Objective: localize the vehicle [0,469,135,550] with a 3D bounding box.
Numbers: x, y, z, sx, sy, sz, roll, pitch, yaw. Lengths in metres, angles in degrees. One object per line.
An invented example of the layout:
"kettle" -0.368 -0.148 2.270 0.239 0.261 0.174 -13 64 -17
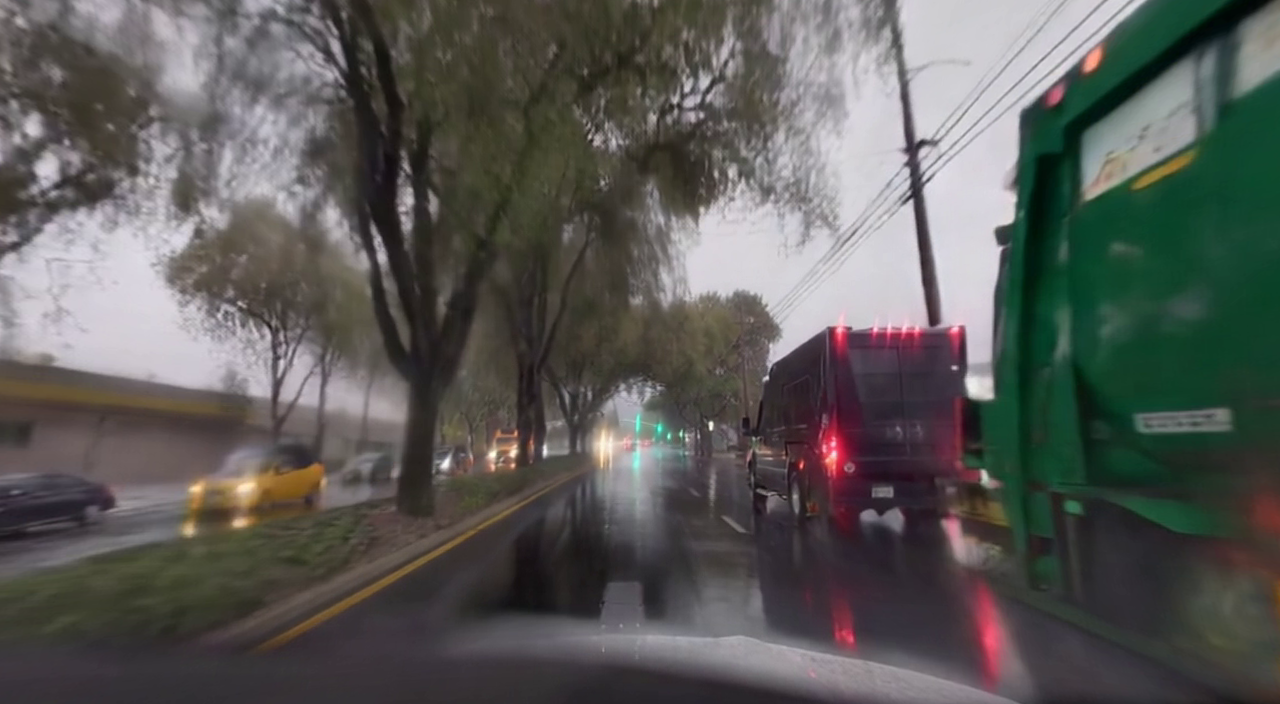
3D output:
"vehicle" -13.212 3.226 13.077 1.803 1.427 4.604 0 -9 -2

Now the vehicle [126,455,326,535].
"vehicle" -9.568 3.279 15.148 1.953 1.539 4.326 0 -9 -2

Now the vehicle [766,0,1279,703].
"vehicle" 3.740 0.441 6.079 2.731 3.407 10.262 0 -9 -1

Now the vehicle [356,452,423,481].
"vehicle" -14.116 6.471 35.900 1.928 1.480 4.686 0 -8 -1

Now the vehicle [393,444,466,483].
"vehicle" -10.210 5.422 31.077 2.089 1.754 4.573 0 -9 -1
